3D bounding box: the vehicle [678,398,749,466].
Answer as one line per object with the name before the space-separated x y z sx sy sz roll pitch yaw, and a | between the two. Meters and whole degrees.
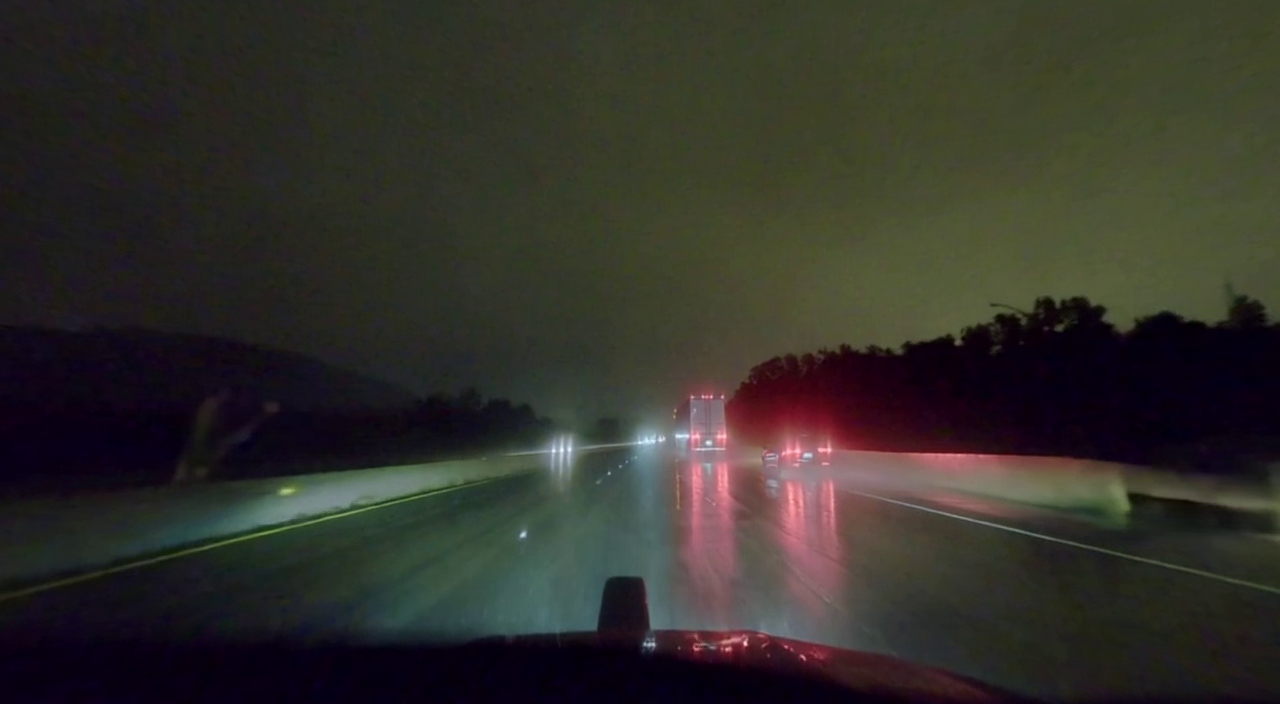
vehicle | 4.808 5.843 44.656 3.485 3.975 14.489 0 -9 1
